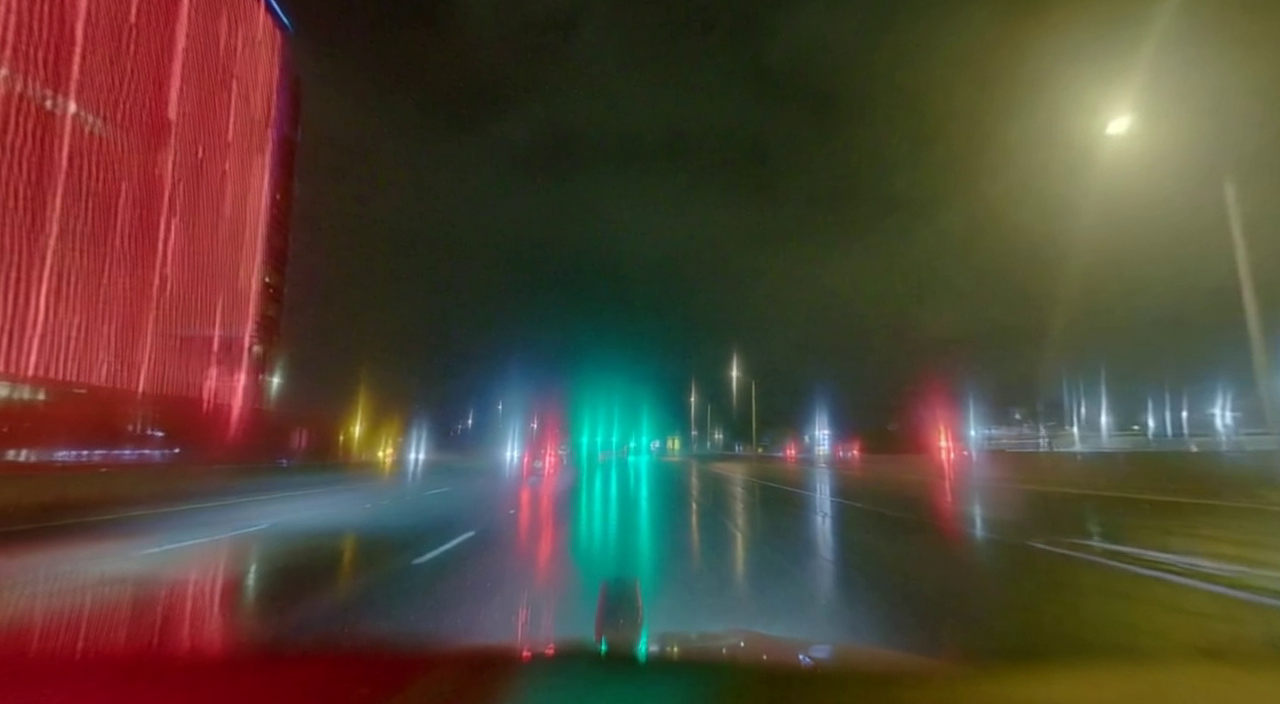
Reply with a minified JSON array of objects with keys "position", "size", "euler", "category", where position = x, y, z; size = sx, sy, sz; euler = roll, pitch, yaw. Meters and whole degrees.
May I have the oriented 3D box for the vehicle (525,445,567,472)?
[{"position":[-5.704,6.514,38.718],"size":[1.943,1.510,4.201],"euler":[0,-9,-1],"category":"vehicle"}]
